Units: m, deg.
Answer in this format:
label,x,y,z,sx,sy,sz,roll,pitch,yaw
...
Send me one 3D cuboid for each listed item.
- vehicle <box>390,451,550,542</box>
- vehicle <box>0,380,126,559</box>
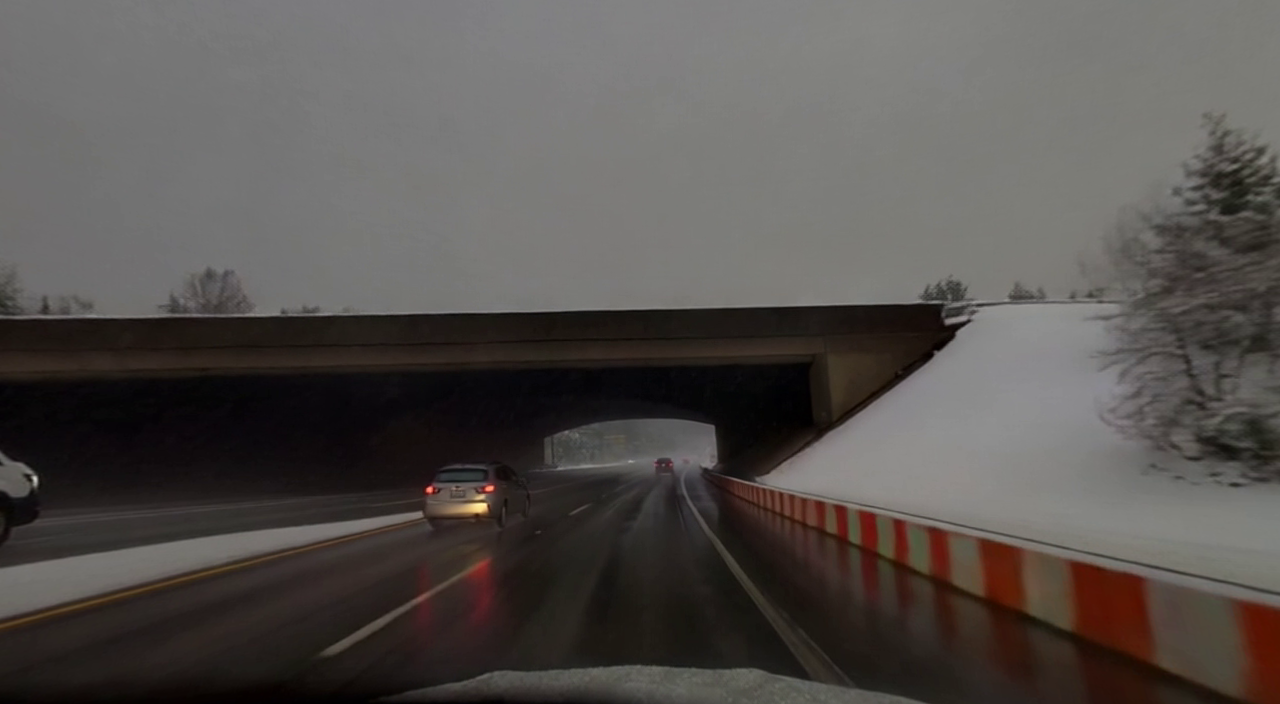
label,x,y,z,sx,sy,sz,roll,pitch,yaw
vehicle,-3.128,2.771,12.474,1.992,1.466,3.690,0,-10,2
vehicle,-10.734,1.477,8.021,2.310,2.576,6.321,-1,-10,9
